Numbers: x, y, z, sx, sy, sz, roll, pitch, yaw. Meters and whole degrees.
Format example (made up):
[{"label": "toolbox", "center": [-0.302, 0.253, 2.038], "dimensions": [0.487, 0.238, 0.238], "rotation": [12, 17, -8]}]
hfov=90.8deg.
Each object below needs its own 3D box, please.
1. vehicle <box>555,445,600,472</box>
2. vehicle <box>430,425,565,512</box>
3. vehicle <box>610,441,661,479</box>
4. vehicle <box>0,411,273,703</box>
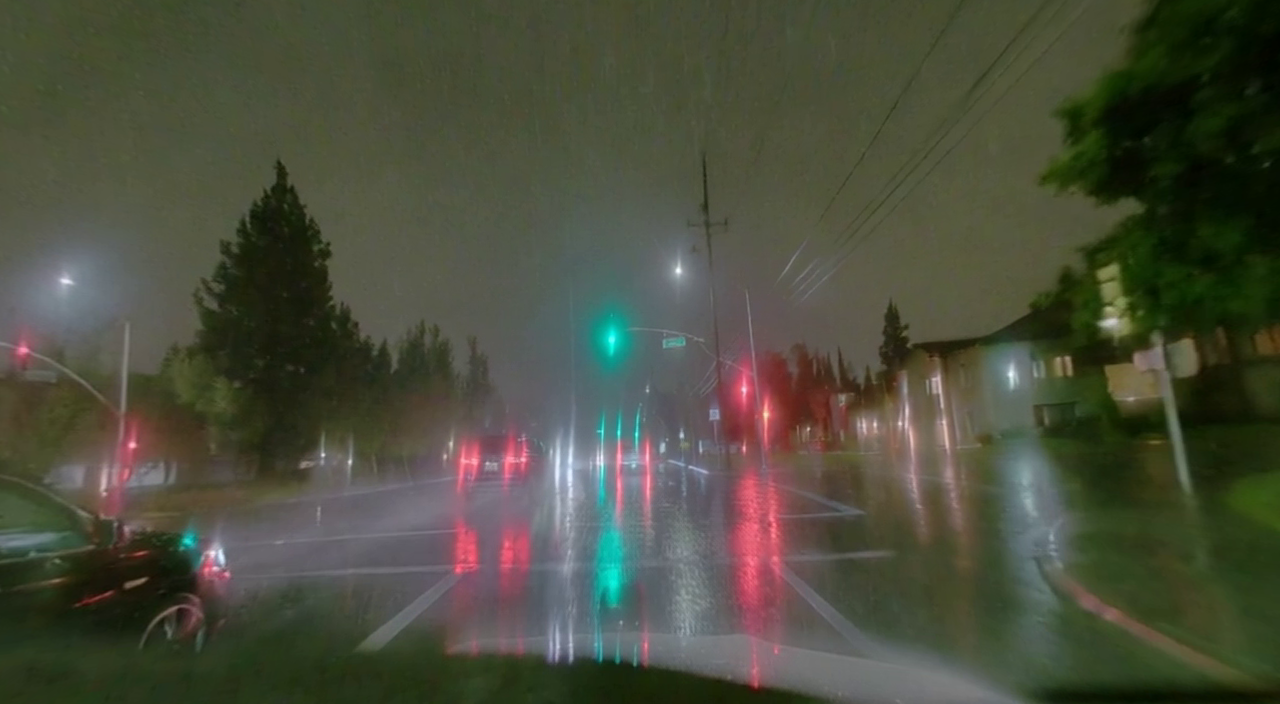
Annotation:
[{"label": "vehicle", "center": [-3.720, 6.459, 38.410], "dimensions": [2.268, 1.522, 4.350], "rotation": [0, -8, 0]}, {"label": "vehicle", "center": [-3.225, 2.754, 15.391], "dimensions": [2.157, 1.771, 4.452], "rotation": [0, -8, 1]}, {"label": "vehicle", "center": [-0.221, 4.640, 27.495], "dimensions": [2.062, 1.518, 3.901], "rotation": [0, -8, -1]}, {"label": "vehicle", "center": [-3.511, 0.897, 1.928], "dimensions": [1.934, 1.475, 4.741], "rotation": [0, -8, 0]}]
